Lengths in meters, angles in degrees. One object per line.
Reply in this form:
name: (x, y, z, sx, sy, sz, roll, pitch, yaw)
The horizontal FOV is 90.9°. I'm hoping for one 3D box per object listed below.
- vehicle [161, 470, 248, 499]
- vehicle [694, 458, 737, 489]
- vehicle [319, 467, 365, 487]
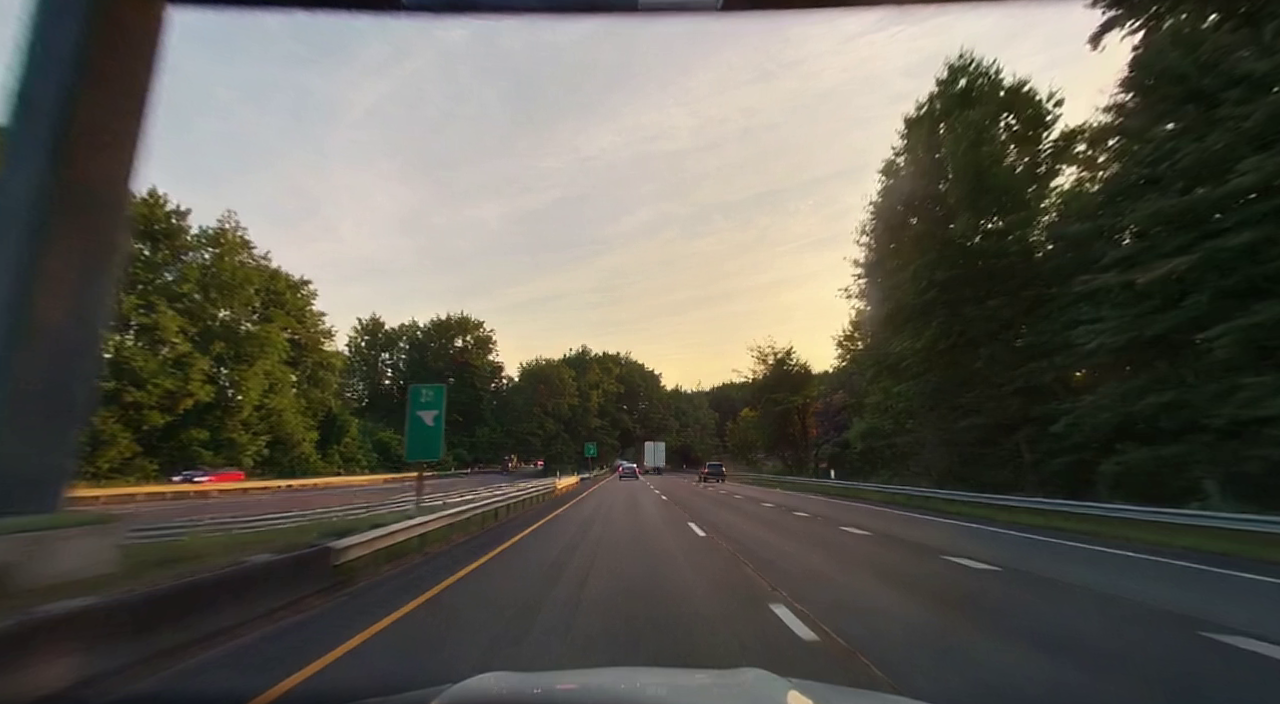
vehicle: (-23.638, 7.180, 34.402, 1.751, 1.395, 4.139, 1, -10, 0)
vehicle: (4.611, 7.486, 38.912, 1.998, 1.776, 4.663, 1, -10, -1)
vehicle: (-23.087, 9.676, 48.922, 1.727, 1.421, 3.652, 1, -10, 0)
